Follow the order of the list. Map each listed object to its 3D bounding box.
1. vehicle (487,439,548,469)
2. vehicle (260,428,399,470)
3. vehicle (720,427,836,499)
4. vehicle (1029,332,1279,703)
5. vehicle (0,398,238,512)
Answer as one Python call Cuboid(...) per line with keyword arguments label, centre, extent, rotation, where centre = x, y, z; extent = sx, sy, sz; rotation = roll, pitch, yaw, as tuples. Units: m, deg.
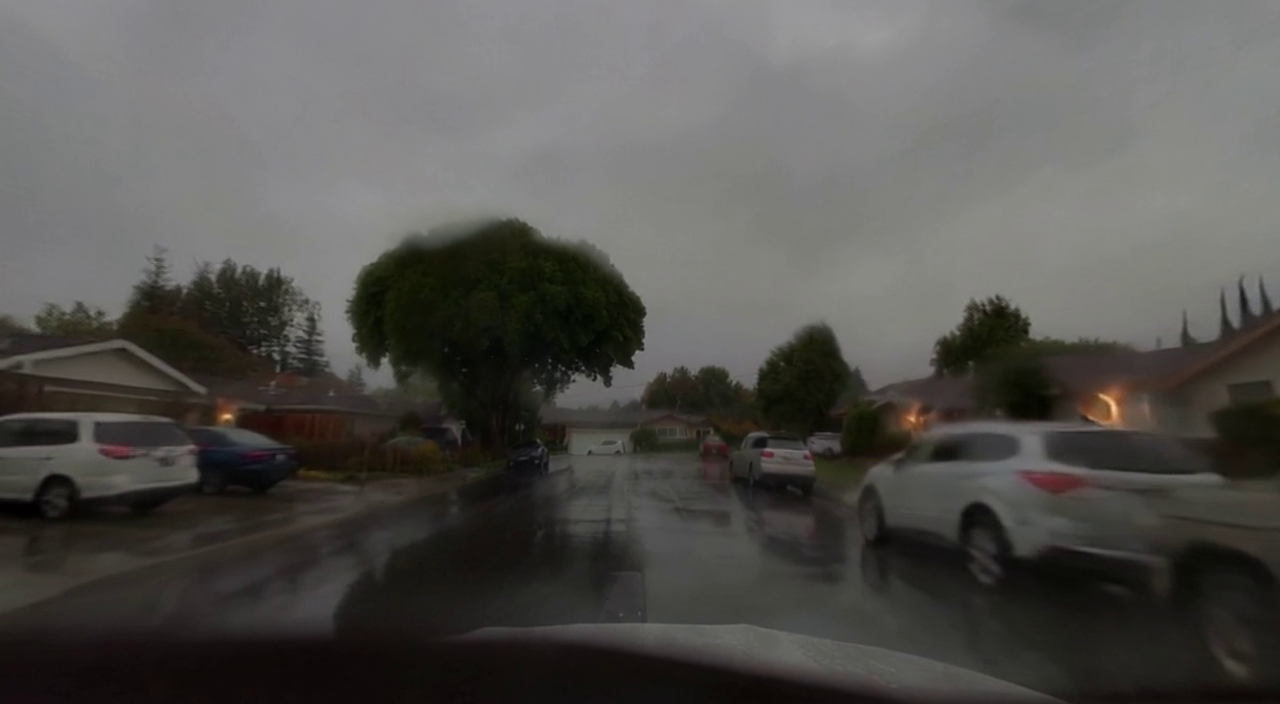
Cuboid(label="vehicle", centre=(-6.720, 5.498, 34.308), extent=(2.236, 1.459, 4.832), rotation=(3, -9, -23))
Cuboid(label="vehicle", centre=(-11.744, 3.695, 24.131), extent=(4.221, 1.508, 2.032), rotation=(0, -9, 0))
Cuboid(label="vehicle", centre=(3.912, 3.240, 19.045), extent=(2.235, 1.829, 5.194), rotation=(0, -8, -1))
Cuboid(label="vehicle", centre=(3.862, 0.688, 1.766), extent=(2.046, 1.835, 5.411), rotation=(0, -8, -1))
Cuboid(label="vehicle", centre=(-10.138, 1.818, 11.343), extent=(4.448, 1.850, 1.957), rotation=(0, -8, 1))
